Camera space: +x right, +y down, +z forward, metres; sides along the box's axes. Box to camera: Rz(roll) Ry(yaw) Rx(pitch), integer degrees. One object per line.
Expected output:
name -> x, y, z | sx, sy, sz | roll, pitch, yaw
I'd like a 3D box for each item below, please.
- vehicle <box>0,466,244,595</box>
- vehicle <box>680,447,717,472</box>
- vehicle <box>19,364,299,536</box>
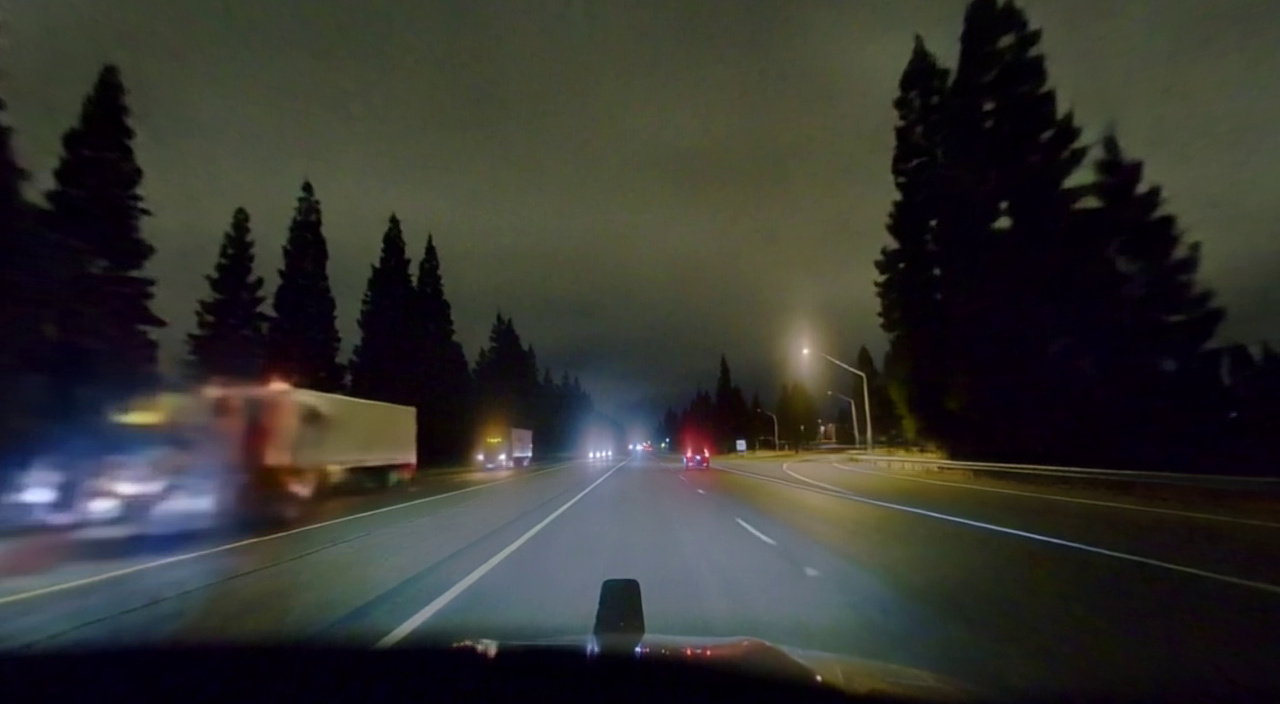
vehicle -> -8.269, 2.538, 9.661 | 1.882, 1.452, 3.812 | 0, -9, 0
vehicle -> 3.775, 7.038, 41.478 | 2.013, 1.584, 3.995 | 0, -9, 0
vehicle -> -12.801, 2.713, 17.707 | 2.985, 3.990, 5.823 | 0, -9, 0
